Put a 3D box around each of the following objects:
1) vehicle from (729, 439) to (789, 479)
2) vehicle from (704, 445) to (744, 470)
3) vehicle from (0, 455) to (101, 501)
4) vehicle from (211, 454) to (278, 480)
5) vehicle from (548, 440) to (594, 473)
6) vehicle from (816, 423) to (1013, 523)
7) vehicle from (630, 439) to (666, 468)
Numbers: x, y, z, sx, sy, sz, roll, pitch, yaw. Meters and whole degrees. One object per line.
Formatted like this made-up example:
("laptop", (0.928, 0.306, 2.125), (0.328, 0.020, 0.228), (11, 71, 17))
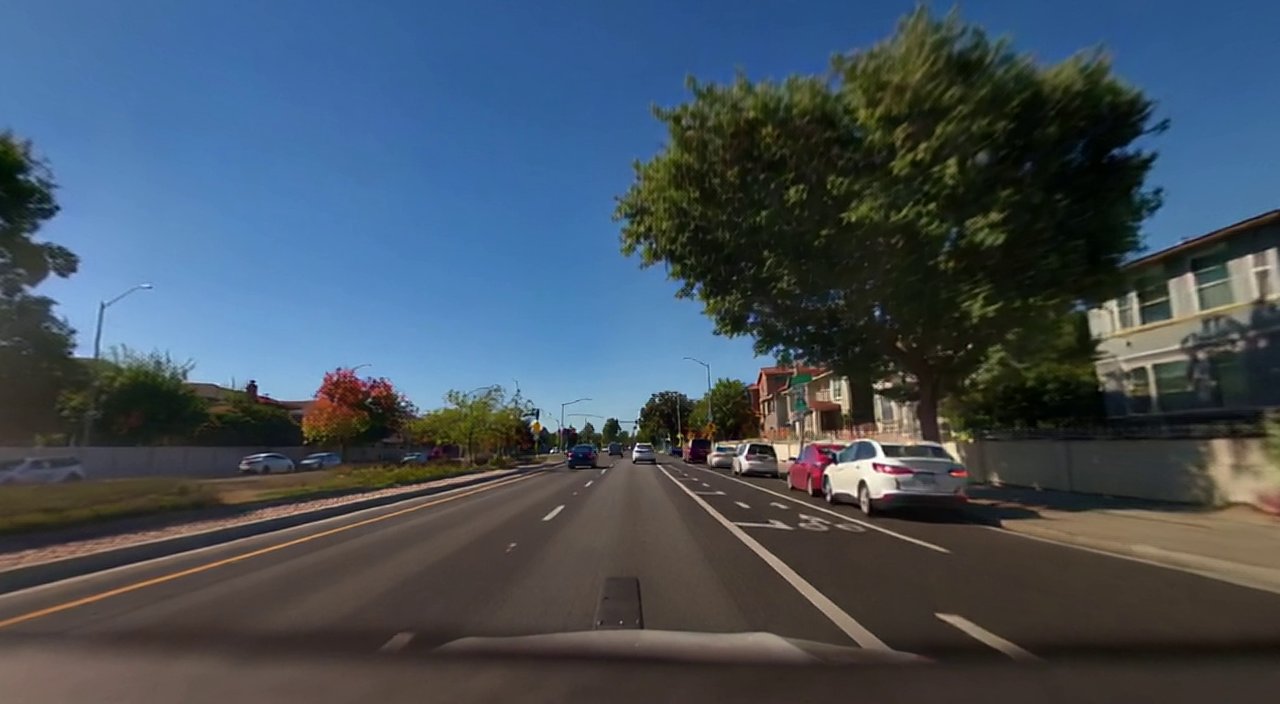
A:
("vehicle", (5.601, 5.100, 30.338), (2.020, 1.762, 4.559), (0, -9, 1))
("vehicle", (5.479, 6.942, 41.708), (1.910, 1.520, 4.375), (0, -9, -2))
("vehicle", (-25.860, 5.262, 26.616), (2.018, 1.721, 4.735), (-1, -9, 2))
("vehicle", (-26.113, 7.558, 41.869), (1.855, 1.552, 4.092), (0, -9, -1))
("vehicle", (-3.995, 6.124, 37.276), (2.233, 1.775, 4.491), (0, -9, 0))
("vehicle", (5.726, 2.589, 14.067), (2.154, 1.824, 4.782), (0, -9, -1))
("vehicle", (0.482, 6.876, 42.843), (2.273, 1.851, 5.075), (0, -9, -1))
